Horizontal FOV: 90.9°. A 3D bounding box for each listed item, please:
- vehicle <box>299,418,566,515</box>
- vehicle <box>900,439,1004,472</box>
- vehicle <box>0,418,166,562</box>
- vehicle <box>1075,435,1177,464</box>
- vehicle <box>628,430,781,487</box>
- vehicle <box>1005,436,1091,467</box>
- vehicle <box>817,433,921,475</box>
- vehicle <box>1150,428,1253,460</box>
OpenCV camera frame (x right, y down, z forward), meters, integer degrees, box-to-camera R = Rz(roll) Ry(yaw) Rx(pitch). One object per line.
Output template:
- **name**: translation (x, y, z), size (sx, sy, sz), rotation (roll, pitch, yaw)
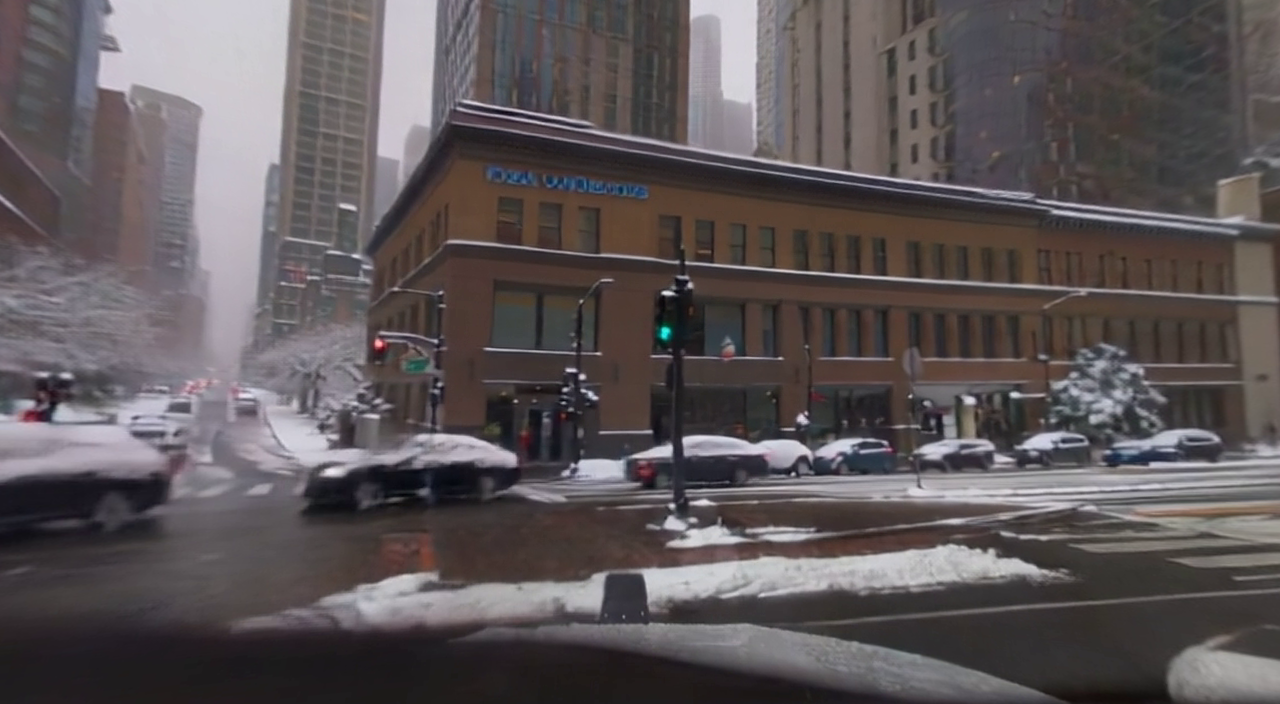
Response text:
- **vehicle**: translation (-4.067, 2.250, 12.862), size (4.749, 1.624, 1.926), rotation (6, -10, -36)
- **vehicle**: translation (15.518, 5.130, 31.470), size (4.418, 1.556, 1.814), rotation (2, -9, -14)
- **vehicle**: translation (-7.467, 1.357, 6.091), size (1.818, 1.439, 4.371), rotation (-2, -9, 13)
- **vehicle**: translation (26.140, 5.244, 33.933), size (4.494, 1.481, 1.783), rotation (2, -9, -13)
- **vehicle**: translation (1.949, 3.237, 19.461), size (4.291, 1.606, 1.859), rotation (2, -9, -16)
- **vehicle**: translation (21.358, 5.217, 33.054), size (3.522, 1.546, 1.721), rotation (2, -9, -13)
- **vehicle**: translation (11.039, 4.912, 30.547), size (4.289, 1.875, 1.963), rotation (2, -9, -14)
- **vehicle**: translation (31.335, 5.156, 35.218), size (4.502, 1.696, 1.884), rotation (2, -9, -13)
